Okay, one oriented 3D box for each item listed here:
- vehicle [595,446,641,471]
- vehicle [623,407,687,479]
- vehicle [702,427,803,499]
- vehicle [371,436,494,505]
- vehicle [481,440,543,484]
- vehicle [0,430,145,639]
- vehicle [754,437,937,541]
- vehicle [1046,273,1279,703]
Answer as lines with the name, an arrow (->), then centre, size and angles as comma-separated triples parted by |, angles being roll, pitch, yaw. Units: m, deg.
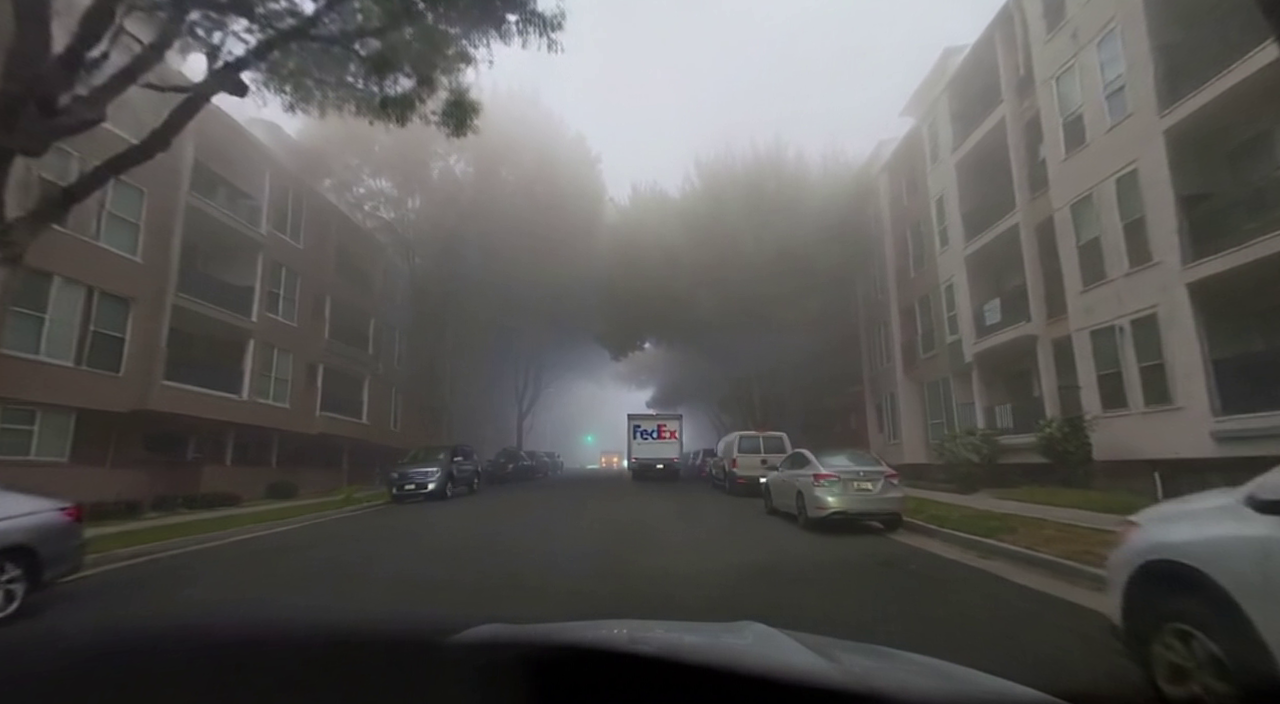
vehicle -> -1.395, 6.894, 41.223 | 1.981, 1.500, 3.992 | -2, -9, 13
vehicle -> 0.588, 4.802, 33.358 | 2.930, 3.275, 8.180 | 0, -8, -1
vehicle -> 3.457, 3.538, 20.658 | 2.221, 1.991, 5.564 | 0, -8, 0
vehicle -> -5.898, 3.399, 18.606 | 2.089, 1.757, 4.256 | -1, -8, 1
vehicle -> -5.924, 5.110, 29.822 | 2.020, 1.867, 4.654 | 0, -8, -1
vehicle -> -5.760, 1.250, 3.884 | 1.888, 1.546, 4.306 | -1, -8, 1
vehicle -> 3.446, 2.358, 11.606 | 1.877, 1.500, 4.407 | 0, -8, 0
vehicle -> 3.597, 0.584, 1.644 | 2.099, 2.018, 4.087 | 0, -8, -4
